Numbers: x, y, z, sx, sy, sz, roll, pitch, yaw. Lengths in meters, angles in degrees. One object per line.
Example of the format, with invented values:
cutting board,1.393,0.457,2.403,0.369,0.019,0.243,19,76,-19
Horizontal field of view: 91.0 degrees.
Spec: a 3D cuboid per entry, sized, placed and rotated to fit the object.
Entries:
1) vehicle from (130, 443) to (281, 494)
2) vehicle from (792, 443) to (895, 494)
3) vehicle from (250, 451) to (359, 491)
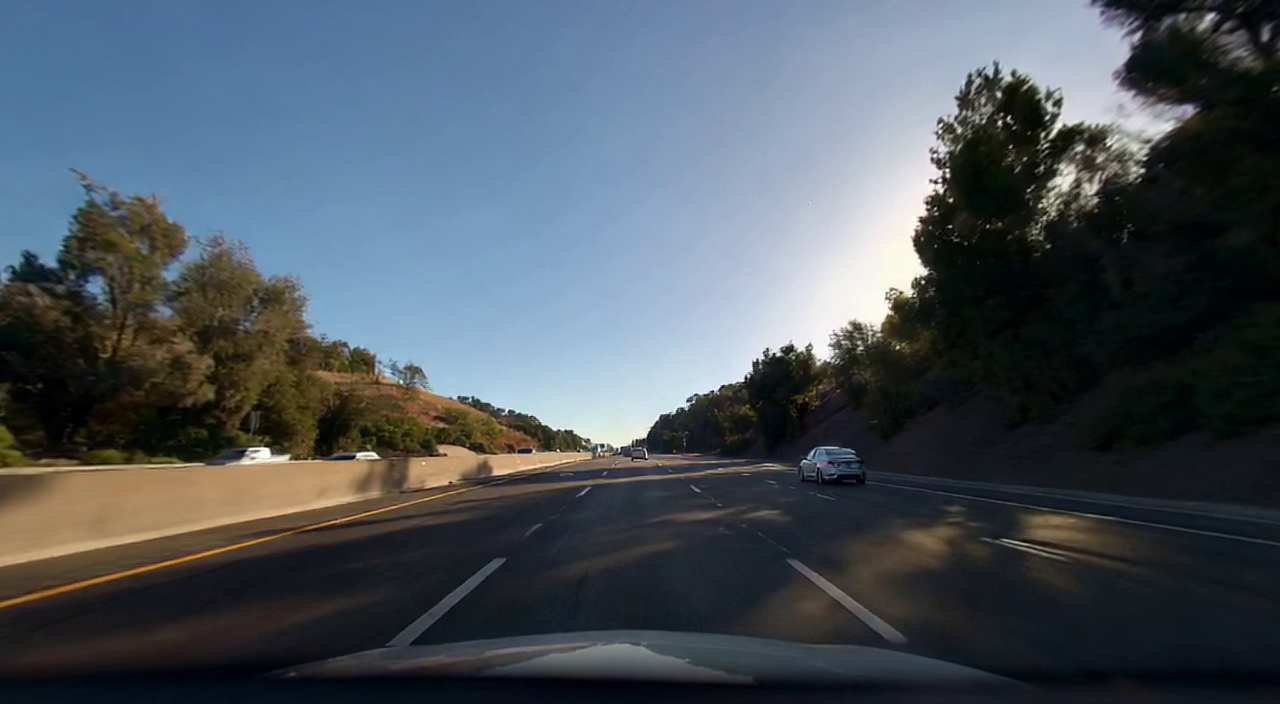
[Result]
vehicle,-18.351,4.924,27.102,2.382,1.912,5.699,0,-9,1
vehicle,6.607,3.818,20.963,1.976,1.495,4.217,0,-9,-1
vehicle,-14.402,5.101,27.437,2.153,1.568,4.661,0,-9,0
